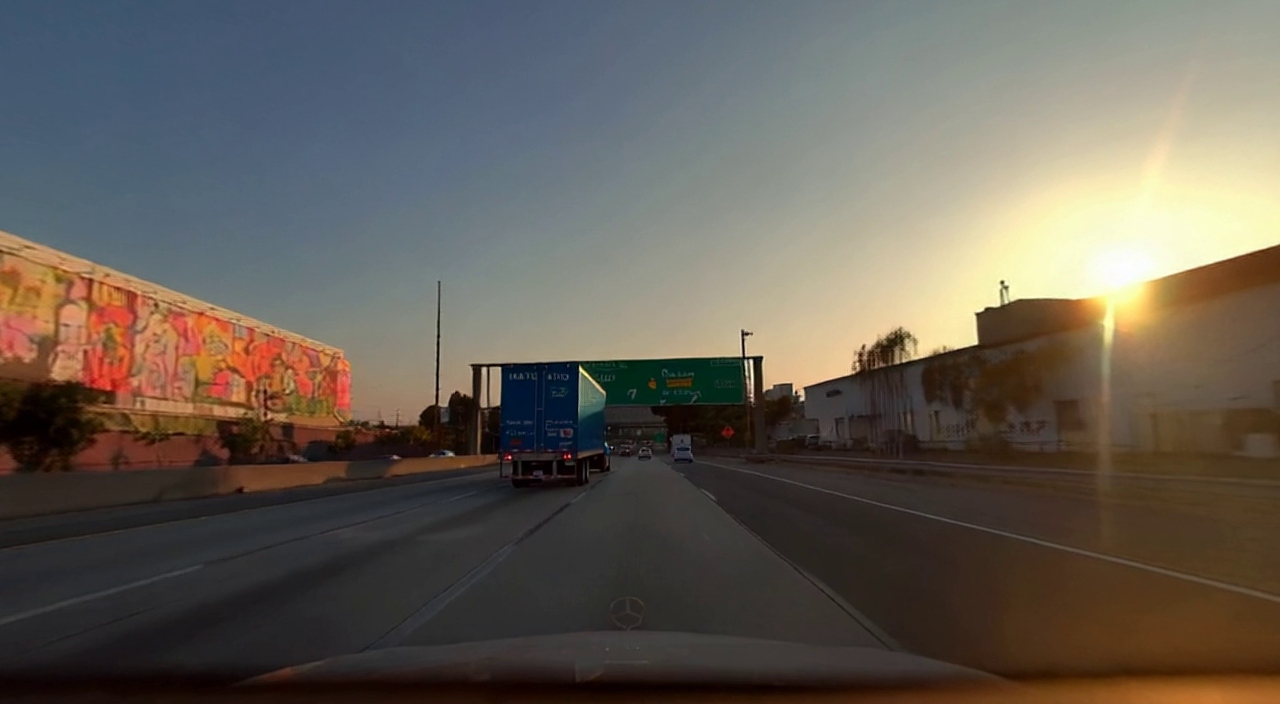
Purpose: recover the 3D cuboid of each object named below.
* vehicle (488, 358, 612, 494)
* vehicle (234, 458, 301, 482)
[{"bbox_3d":[-2.906,2.809,23.452,2.977,4.048,8.890,-1,-8,2],"label":"vehicle"},{"bbox_3d":[-24.692,7.801,42.013,1.883,1.412,4.102,0,-8,2],"label":"vehicle"}]
